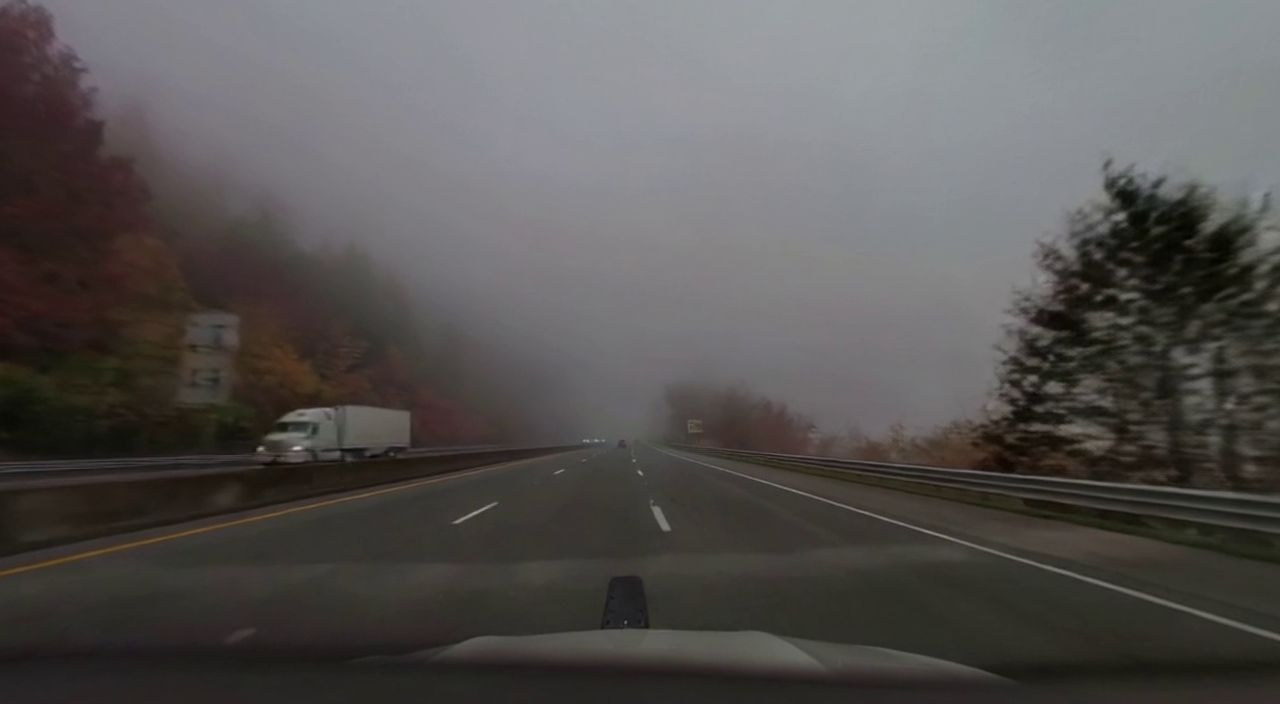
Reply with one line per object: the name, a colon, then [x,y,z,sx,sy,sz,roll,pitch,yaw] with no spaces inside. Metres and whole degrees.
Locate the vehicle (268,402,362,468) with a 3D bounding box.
vehicle: [-21.731,5.649,42.534,2.973,4.092,6.174,0,-8,-1]
